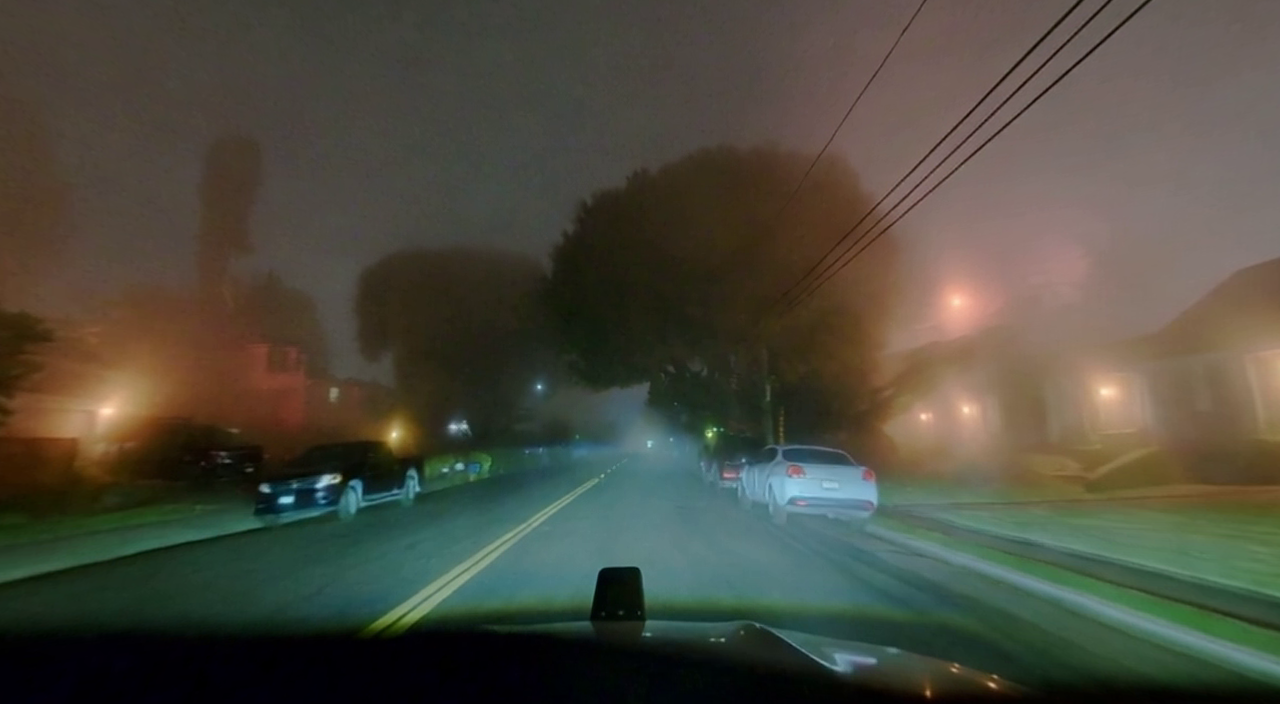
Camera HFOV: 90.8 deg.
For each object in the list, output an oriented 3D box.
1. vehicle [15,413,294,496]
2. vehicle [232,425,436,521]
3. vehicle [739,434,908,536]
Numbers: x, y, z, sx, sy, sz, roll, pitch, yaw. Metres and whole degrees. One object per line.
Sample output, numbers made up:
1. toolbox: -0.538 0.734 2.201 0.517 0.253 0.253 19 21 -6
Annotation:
1. vehicle: -15.028 3.208 19.963 6.526 2.046 2.522 4 -8 -1
2. vehicle: -6.989 2.858 15.297 2.266 1.877 5.167 0 -10 1
3. vehicle: 3.294 2.471 12.415 1.896 1.602 4.571 0 -9 0
